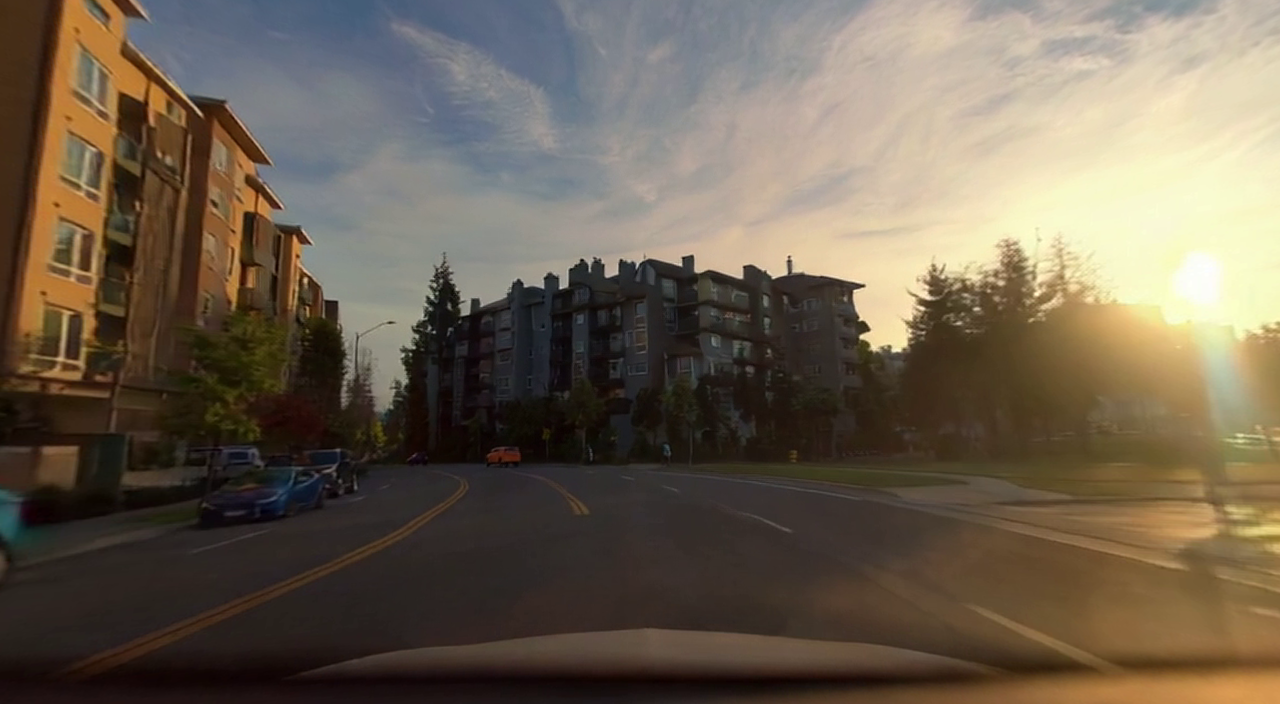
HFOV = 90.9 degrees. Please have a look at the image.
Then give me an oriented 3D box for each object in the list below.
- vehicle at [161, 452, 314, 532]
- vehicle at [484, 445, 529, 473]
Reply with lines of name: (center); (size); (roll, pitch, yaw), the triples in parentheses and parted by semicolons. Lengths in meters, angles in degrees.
vehicle: (-10.040, 3.442, 16.160); (1.908, 1.602, 4.279); (-1, -8, -13)
vehicle: (-9.153, 7.238, 42.900); (2.000, 1.809, 4.405); (4, -9, -25)
